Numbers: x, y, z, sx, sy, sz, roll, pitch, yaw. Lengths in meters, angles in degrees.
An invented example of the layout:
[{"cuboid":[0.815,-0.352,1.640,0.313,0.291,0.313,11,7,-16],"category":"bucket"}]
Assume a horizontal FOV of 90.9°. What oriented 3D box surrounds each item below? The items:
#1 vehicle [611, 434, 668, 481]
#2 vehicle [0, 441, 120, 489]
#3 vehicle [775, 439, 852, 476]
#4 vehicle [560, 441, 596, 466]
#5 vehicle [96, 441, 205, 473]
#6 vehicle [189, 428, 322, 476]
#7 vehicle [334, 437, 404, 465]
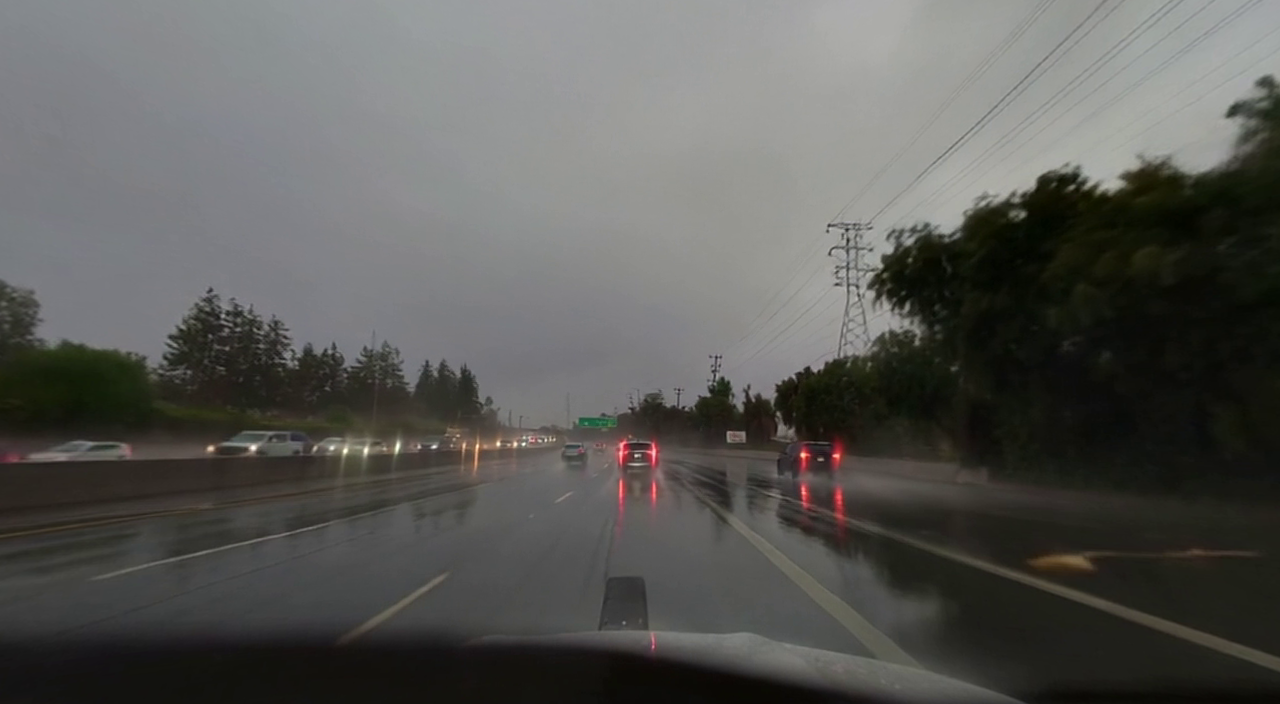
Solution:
[{"cuboid":[-0.031,4.374,26.359,2.192,1.769,4.287,0,-8,0],"category":"vehicle"},{"cuboid":[-20.231,3.718,21.102,1.809,1.437,4.395,0,-8,1],"category":"vehicle"},{"cuboid":[8.633,5.284,31.883,2.099,1.720,4.829,1,-8,-5],"category":"vehicle"},{"cuboid":[-4.273,7.042,43.976,2.130,1.685,4.341,0,-8,-1],"category":"vehicle"},{"cuboid":[-23.953,5.129,31.094,1.829,1.448,4.421,0,-8,0],"category":"vehicle"},{"cuboid":[-16.193,4.267,27.056,2.228,1.808,5.608,0,-8,0],"category":"vehicle"},{"cuboid":[-16.730,6.137,39.239,2.175,1.653,4.993,0,-8,-1],"category":"vehicle"}]
